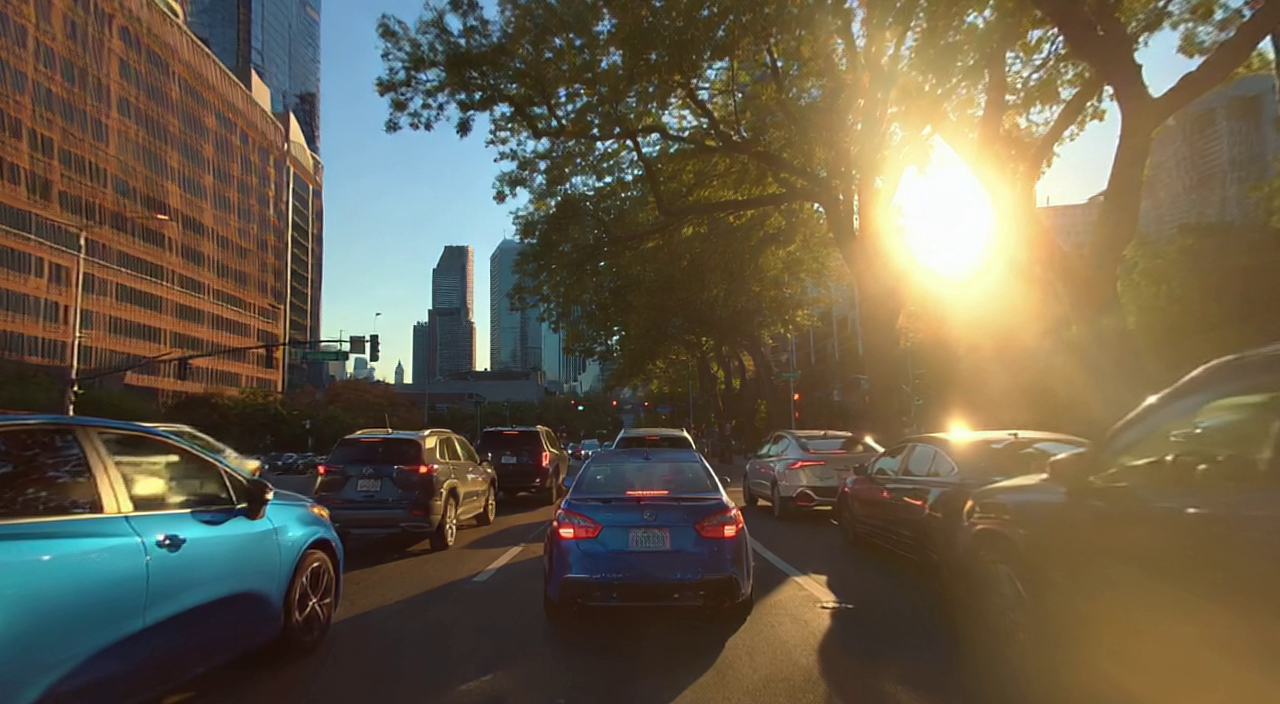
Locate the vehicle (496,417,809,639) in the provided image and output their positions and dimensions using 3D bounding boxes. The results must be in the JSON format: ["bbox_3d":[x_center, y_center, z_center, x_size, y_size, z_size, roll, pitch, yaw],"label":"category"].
[{"bbox_3d":[0.082,1.511,6.387,2.147,1.507,3.953,0,-8,0],"label":"vehicle"}]

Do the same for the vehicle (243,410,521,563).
[{"bbox_3d":[-3.374,1.872,9.501,2.168,1.719,4.561,-1,-9,1],"label":"vehicle"}]

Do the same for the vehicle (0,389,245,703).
[{"bbox_3d":[-3.392,0.747,1.241,2.144,1.505,4.635,-1,-9,1],"label":"vehicle"}]

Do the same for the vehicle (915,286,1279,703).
[{"bbox_3d":[3.055,0.737,2.281,2.108,1.785,4.334,0,-9,0],"label":"vehicle"}]
